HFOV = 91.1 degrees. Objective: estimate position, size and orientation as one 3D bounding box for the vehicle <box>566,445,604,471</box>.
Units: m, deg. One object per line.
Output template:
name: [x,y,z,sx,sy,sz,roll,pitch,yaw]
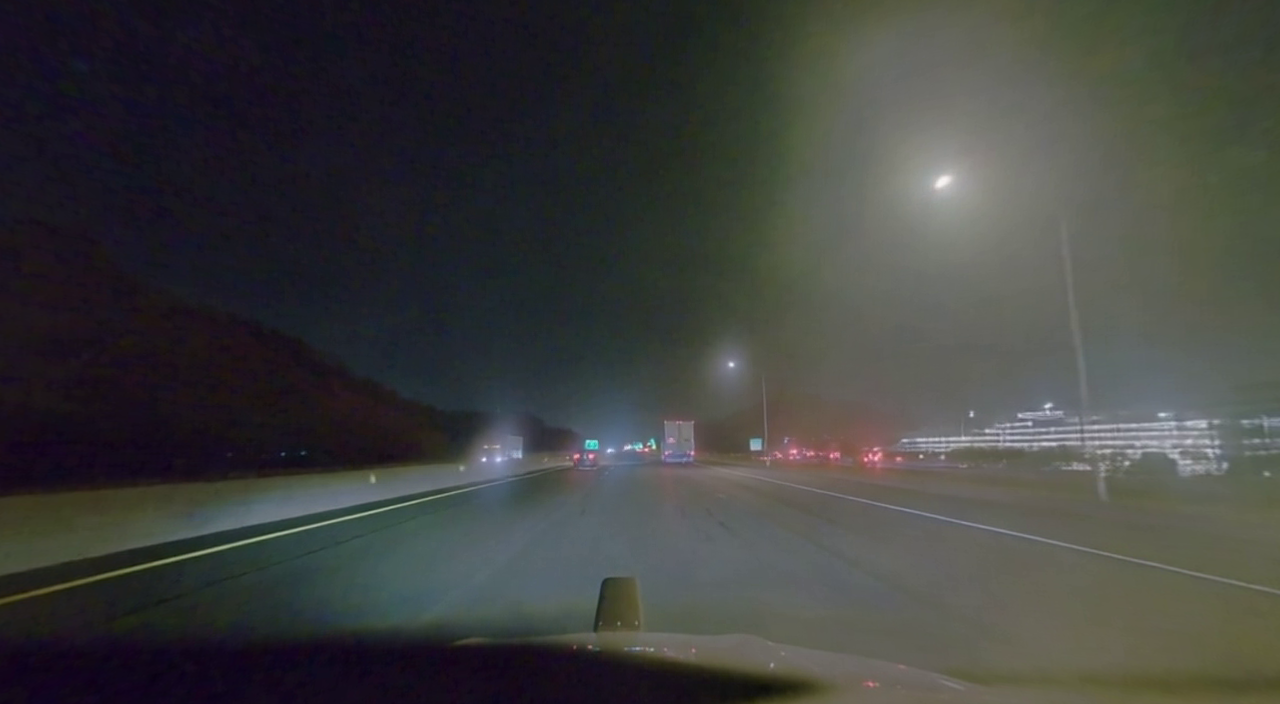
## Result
vehicle: [-3.480,6.794,40.533,2.100,1.525,4.179,0,-9,-1]
